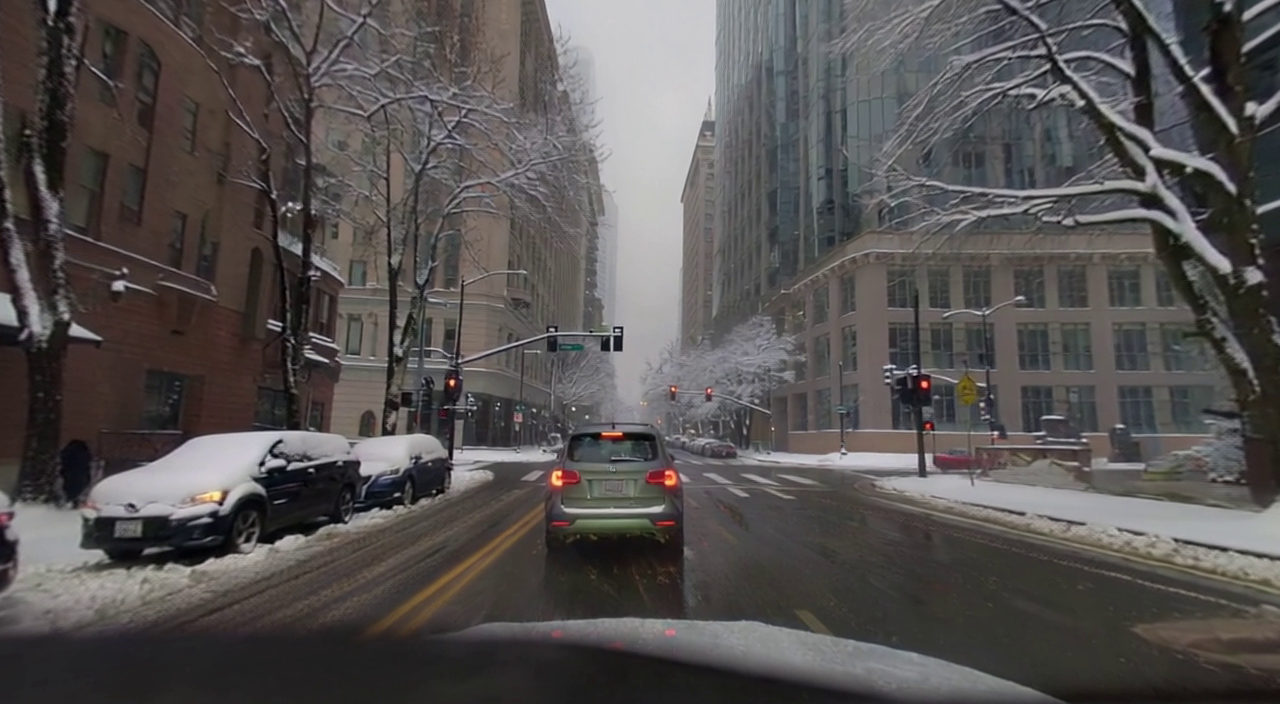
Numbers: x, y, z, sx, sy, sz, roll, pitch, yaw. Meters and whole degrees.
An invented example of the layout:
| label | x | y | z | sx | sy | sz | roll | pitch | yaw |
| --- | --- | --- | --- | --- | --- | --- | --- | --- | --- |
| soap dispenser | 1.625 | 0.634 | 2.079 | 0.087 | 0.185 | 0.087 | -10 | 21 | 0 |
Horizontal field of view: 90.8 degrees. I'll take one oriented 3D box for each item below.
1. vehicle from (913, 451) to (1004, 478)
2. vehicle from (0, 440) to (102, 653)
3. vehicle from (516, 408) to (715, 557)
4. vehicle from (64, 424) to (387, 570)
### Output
| label | x | y | z | sx | sy | sz | roll | pitch | yaw |
| --- | --- | --- | --- | --- | --- | --- | --- | --- | --- |
| vehicle | 19.654 | 6.961 | 39.123 | 4.638 | 1.555 | 1.824 | 0 | -9 | -2 |
| vehicle | -5.553 | 1.150 | 3.014 | 1.841 | 1.466 | 4.364 | -1 | -9 | 6 |
| vehicle | -0.257 | 1.791 | 9.238 | 2.258 | 1.687 | 3.934 | 0 | -9 | 1 |
| vehicle | -5.766 | 2.038 | 9.700 | 1.904 | 1.684 | 4.529 | 0 | -9 | -1 |
